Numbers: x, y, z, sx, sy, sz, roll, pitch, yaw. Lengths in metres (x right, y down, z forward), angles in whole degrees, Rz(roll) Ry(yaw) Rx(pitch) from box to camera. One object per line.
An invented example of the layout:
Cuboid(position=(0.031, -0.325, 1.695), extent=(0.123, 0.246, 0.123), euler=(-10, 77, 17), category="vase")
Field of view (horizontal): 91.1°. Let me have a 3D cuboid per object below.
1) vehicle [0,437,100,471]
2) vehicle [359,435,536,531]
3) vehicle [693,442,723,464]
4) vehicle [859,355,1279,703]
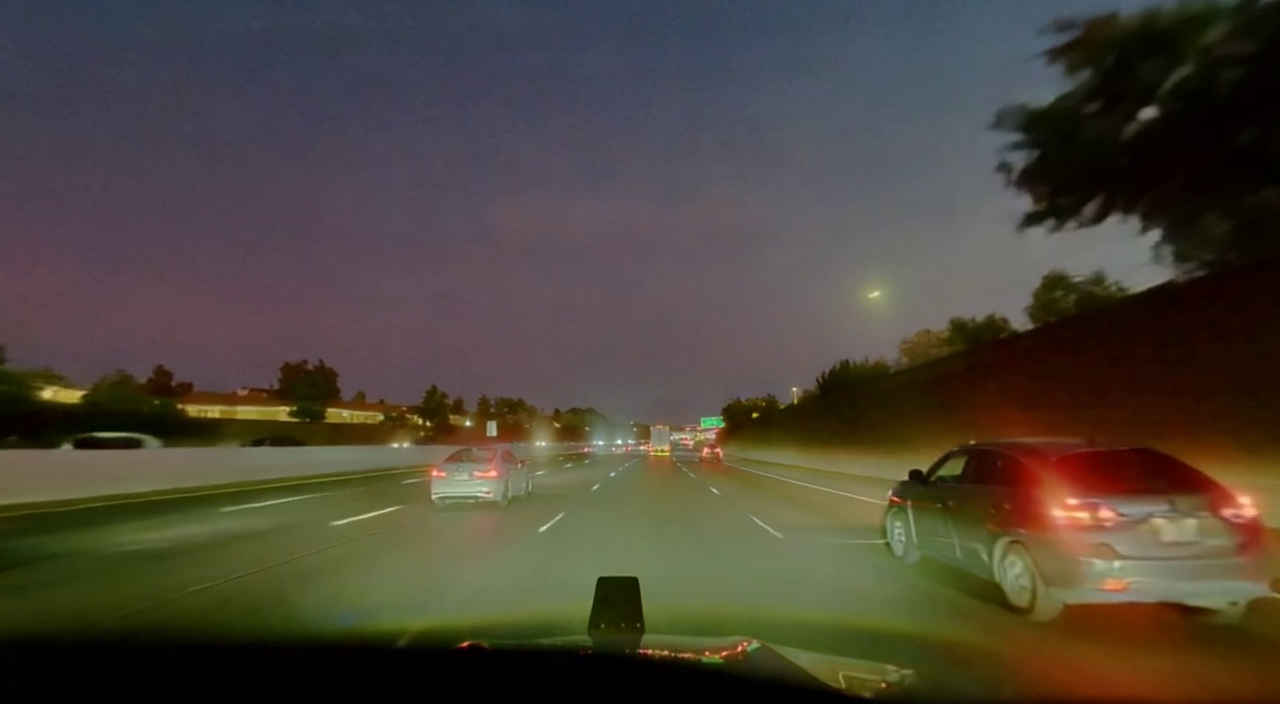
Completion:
Cuboid(position=(-27.935, 4.724, 29.251), extent=(1.960, 1.438, 3.957), euler=(0, -9, 2), category="vehicle")
Cuboid(position=(-3.369, 2.368, 11.970), extent=(1.947, 1.479, 4.114), euler=(0, -9, 2), category="vehicle")
Cuboid(position=(5.239, 7.833, 48.885), extent=(2.046, 1.655, 4.143), euler=(0, -9, 2), category="vehicle")
Cuboid(position=(3.703, 1.208, 5.172), extent=(2.108, 1.709, 4.703), euler=(0, -9, 1), category="vehicle")
